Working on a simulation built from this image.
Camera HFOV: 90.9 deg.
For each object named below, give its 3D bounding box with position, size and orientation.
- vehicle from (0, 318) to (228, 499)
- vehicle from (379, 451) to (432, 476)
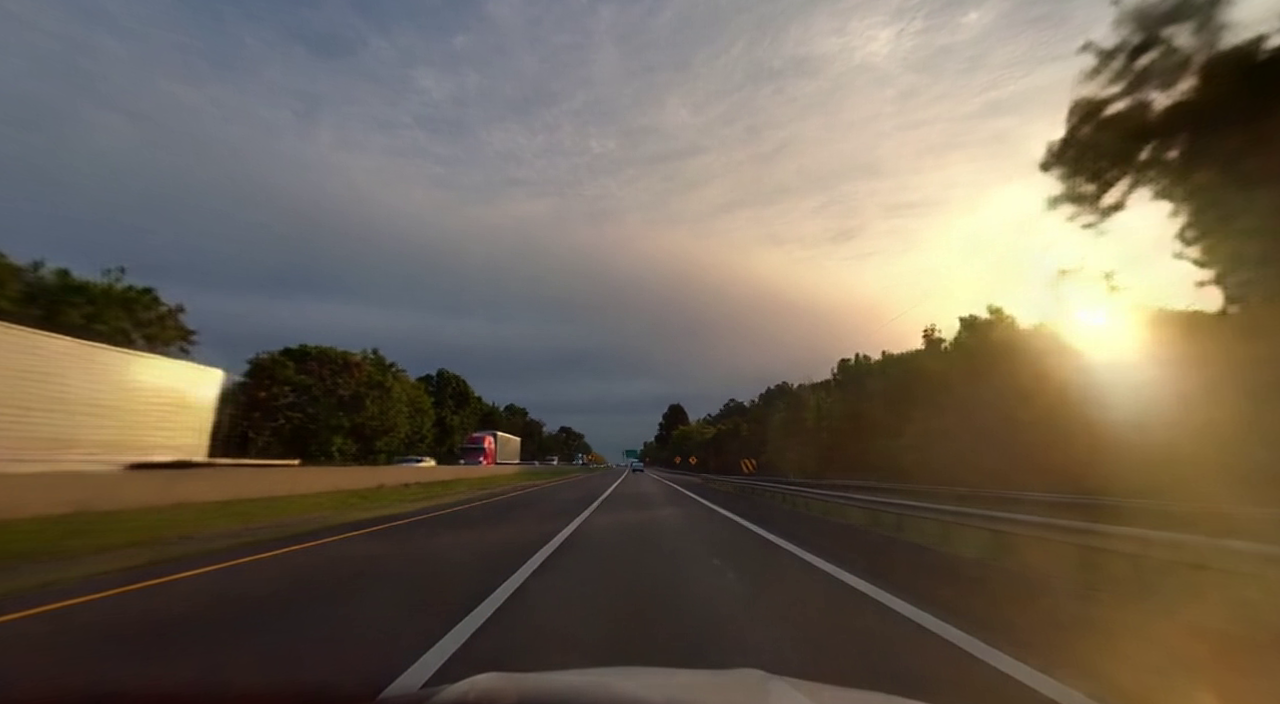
[{"bbox_3d":[-15.907,1.387,14.861,2.901,4.018,14.126,1,-10,0],"label":"vehicle"},{"bbox_3d":[-15.983,7.676,43.232,1.889,1.586,4.435,1,-10,0],"label":"vehicle"}]
